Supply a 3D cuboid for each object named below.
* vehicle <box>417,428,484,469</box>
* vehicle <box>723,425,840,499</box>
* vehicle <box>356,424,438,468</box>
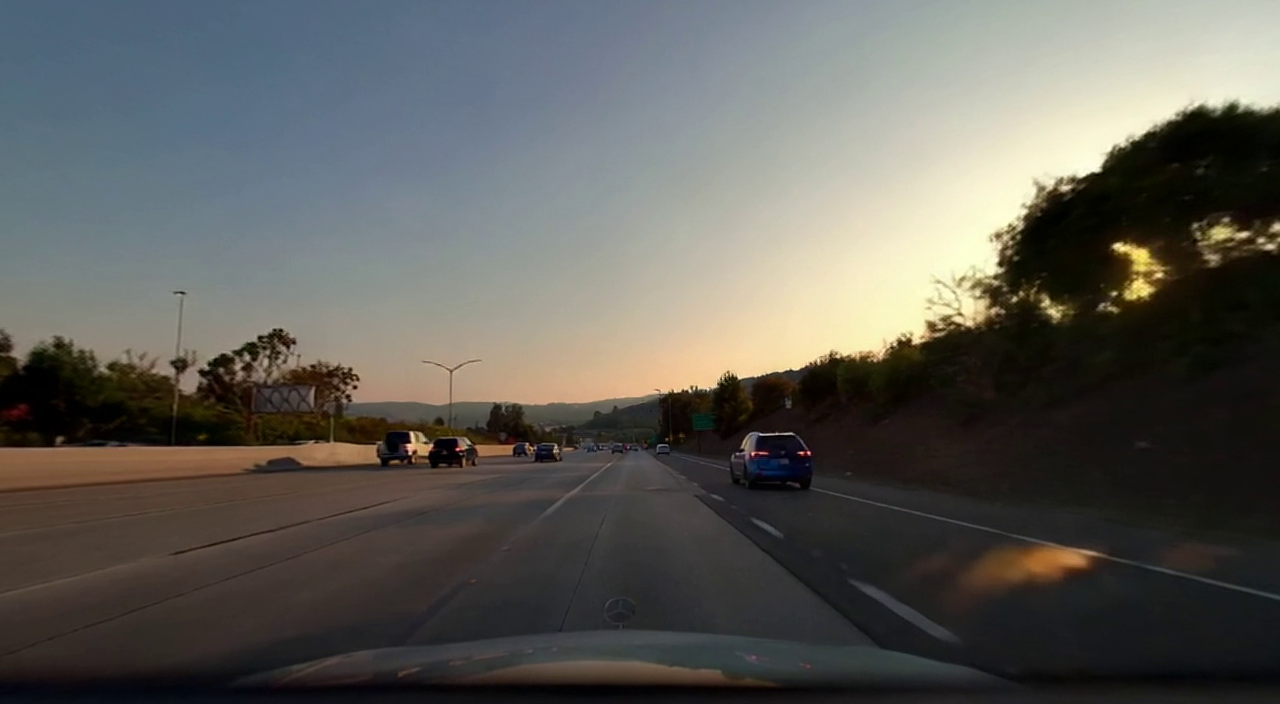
[{"bbox_3d":[-11.029,5.681,37.130,2.261,2.230,5.435,0,-9,0],"label":"vehicle"},{"bbox_3d":[3.966,3.190,18.668,2.184,1.892,4.763,0,-9,-2],"label":"vehicle"},{"bbox_3d":[-15.005,5.881,39.400,2.647,2.508,6.337,0,-9,0],"label":"vehicle"}]
